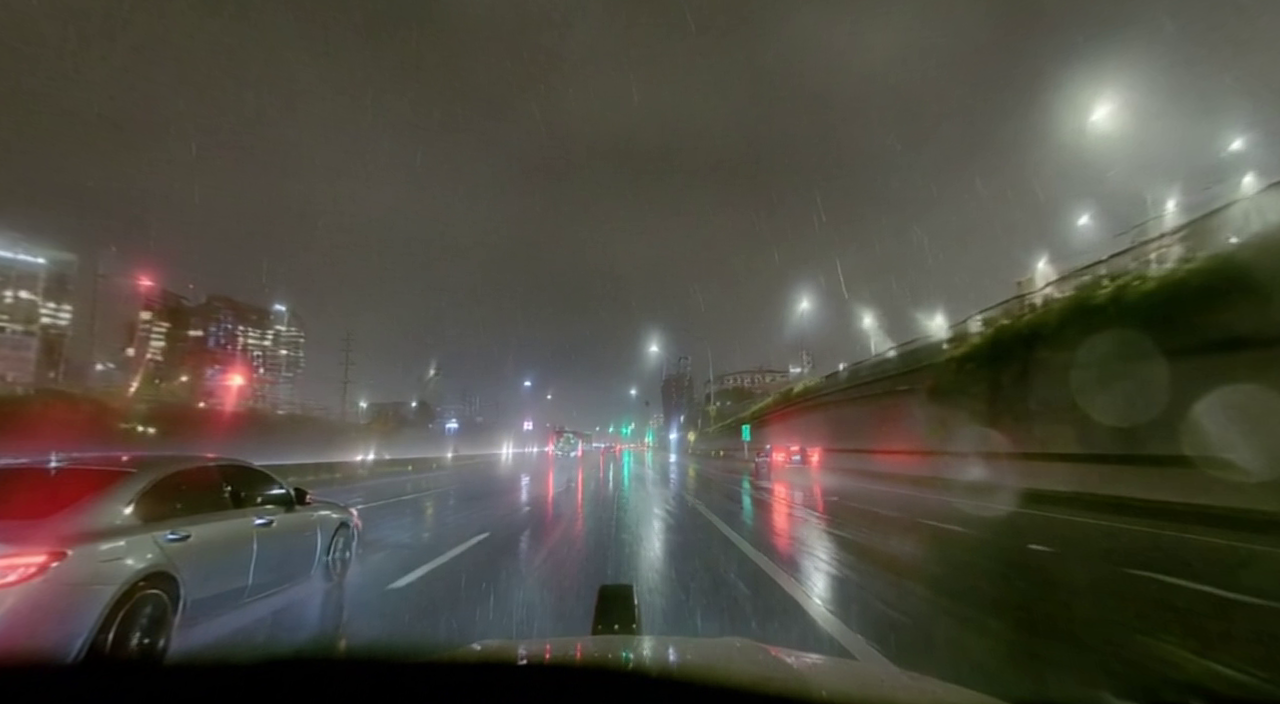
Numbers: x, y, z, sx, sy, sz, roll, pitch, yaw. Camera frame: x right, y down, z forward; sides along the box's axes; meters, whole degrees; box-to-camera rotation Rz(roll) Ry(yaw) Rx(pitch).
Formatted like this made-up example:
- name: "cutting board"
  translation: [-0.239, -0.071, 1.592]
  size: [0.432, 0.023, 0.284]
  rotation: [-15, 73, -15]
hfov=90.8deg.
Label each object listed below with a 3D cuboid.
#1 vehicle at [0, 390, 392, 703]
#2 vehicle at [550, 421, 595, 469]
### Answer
- name: "vehicle"
  translation: [-3.901, 1.277, 4.965]
  size: [2.025, 1.556, 4.594]
  rotation: [0, -9, 0]
- name: "vehicle"
  translation: [-4.359, 6.219, 42.144]
  size: [2.364, 2.953, 6.732]
  rotation: [0, -9, -1]
